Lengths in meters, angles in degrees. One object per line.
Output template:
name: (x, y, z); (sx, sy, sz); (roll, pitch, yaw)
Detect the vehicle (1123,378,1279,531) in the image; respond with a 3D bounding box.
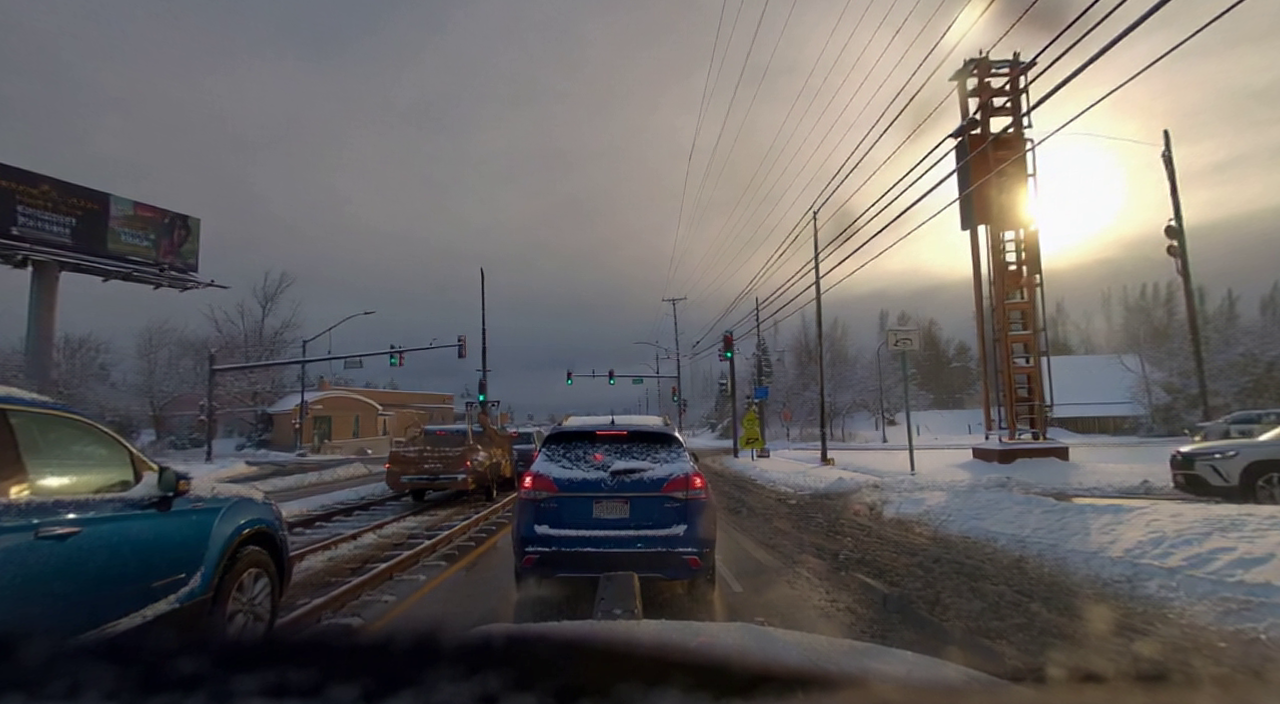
vehicle: (9.614, 1.318, 8.211); (5.060, 1.702, 2.033); (1, -9, -4)

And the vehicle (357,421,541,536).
vehicle: (-3.153, 2.188, 11.519); (1.988, 1.678, 4.317); (0, -9, 0)

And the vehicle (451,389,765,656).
vehicle: (-0.212, 1.381, 6.009); (2.025, 1.723, 3.644); (0, -9, 0)

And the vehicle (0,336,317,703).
vehicle: (-3.933, 0.875, 3.049); (2.052, 1.814, 5.184); (0, -9, -1)

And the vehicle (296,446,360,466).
vehicle: (-24.213, 8.073, 49.096); (4.357, 1.444, 1.842); (-3, -9, 19)
